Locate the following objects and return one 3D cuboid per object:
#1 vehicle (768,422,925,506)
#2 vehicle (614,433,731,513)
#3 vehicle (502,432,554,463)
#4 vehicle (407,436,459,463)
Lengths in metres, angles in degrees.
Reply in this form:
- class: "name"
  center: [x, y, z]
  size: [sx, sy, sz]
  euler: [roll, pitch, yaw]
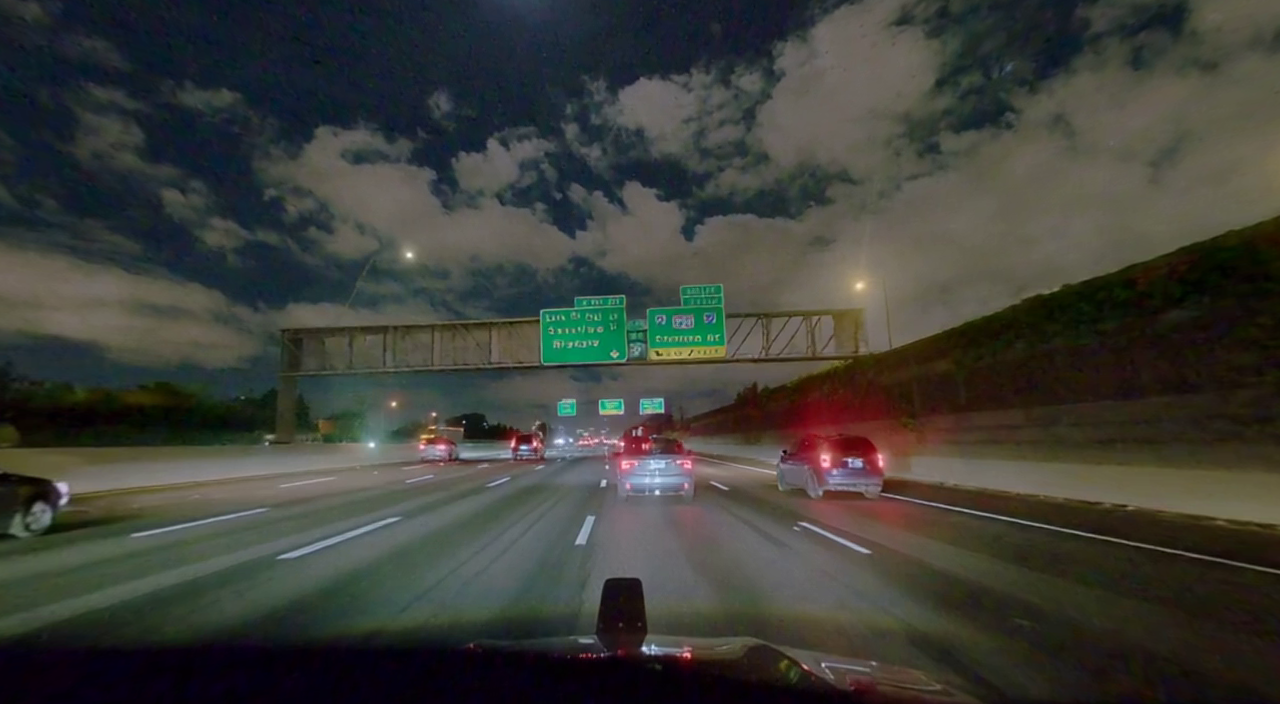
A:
- class: "vehicle"
  center: [4.728, 2.639, 15.280]
  size: [2.100, 1.707, 4.342]
  euler: [0, -8, -4]
- class: "vehicle"
  center: [0.518, 2.540, 13.760]
  size: [2.042, 1.446, 4.269]
  euler: [0, -8, -4]
- class: "vehicle"
  center: [-7.362, 6.377, 42.136]
  size: [2.486, 1.856, 6.310]
  euler: [0, -8, -1]
- class: "vehicle"
  center: [-14.515, 6.888, 44.546]
  size: [2.180, 1.796, 4.839]
  euler: [0, -8, -2]
